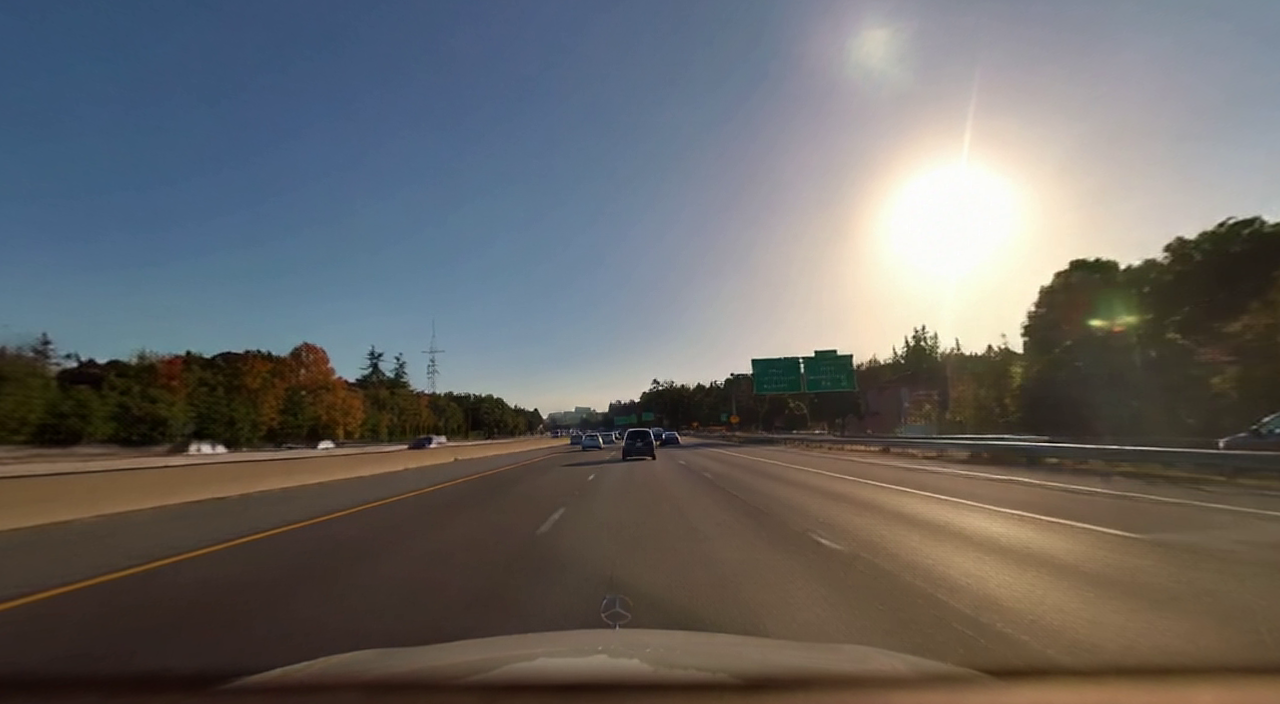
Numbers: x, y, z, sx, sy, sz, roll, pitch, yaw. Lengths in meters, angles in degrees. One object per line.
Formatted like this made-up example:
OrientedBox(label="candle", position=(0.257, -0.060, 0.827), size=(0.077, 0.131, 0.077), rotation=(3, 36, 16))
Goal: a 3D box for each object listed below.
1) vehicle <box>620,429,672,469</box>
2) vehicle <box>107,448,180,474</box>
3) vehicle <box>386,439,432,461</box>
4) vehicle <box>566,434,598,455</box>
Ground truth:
OrientedBox(label="vehicle", position=(0.176, 4.150, 27.162), size=(2.086, 1.554, 3.875), rotation=(0, -8, -2))
OrientedBox(label="vehicle", position=(-31.155, 6.826, 39.678), size=(1.639, 1.453, 3.644), rotation=(0, -8, -1))
OrientedBox(label="vehicle", position=(-16.193, 6.892, 44.313), size=(1.866, 1.467, 3.734), rotation=(0, -8, -1))
OrientedBox(label="vehicle", position=(-4.247, 6.820, 46.563), size=(2.014, 1.471, 4.380), rotation=(0, -8, -1))
